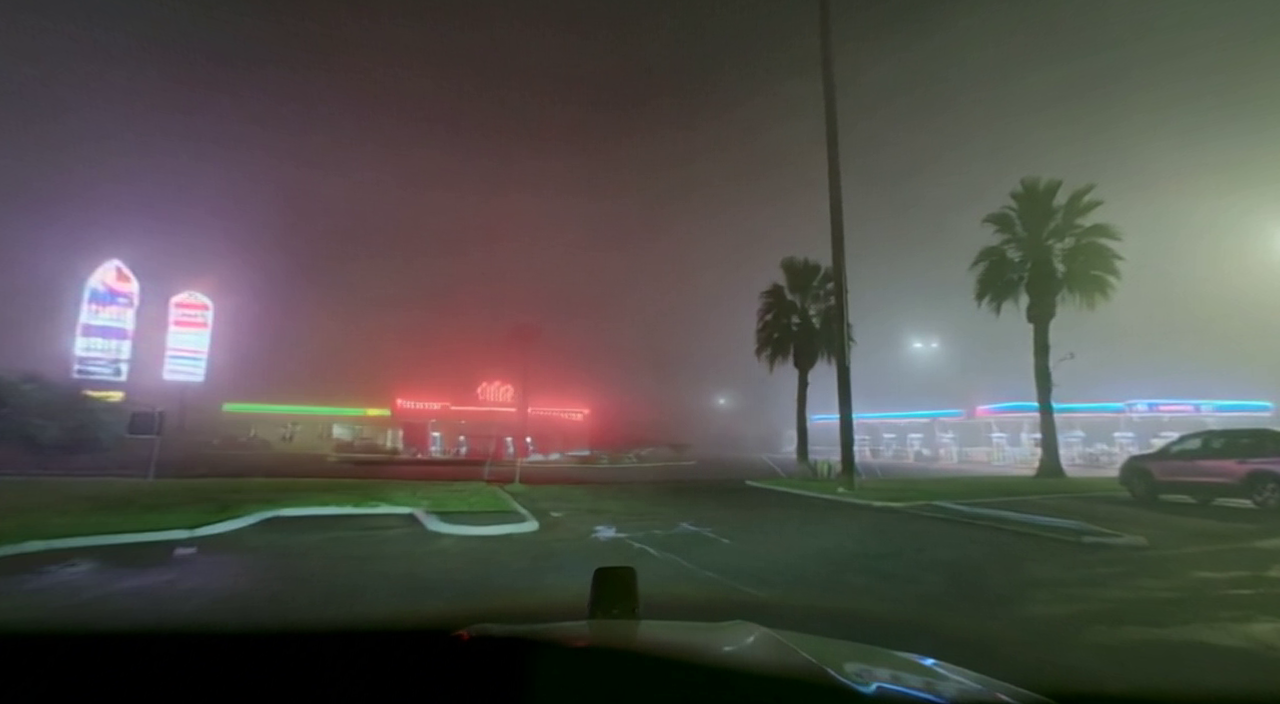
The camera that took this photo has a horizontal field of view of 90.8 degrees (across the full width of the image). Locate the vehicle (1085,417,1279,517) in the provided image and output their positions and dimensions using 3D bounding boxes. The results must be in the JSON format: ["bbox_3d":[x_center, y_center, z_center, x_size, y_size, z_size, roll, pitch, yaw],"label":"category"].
[{"bbox_3d":[12.553,2.382,13.384,2.028,1.850,4.731,3,-9,-16],"label":"vehicle"}]
